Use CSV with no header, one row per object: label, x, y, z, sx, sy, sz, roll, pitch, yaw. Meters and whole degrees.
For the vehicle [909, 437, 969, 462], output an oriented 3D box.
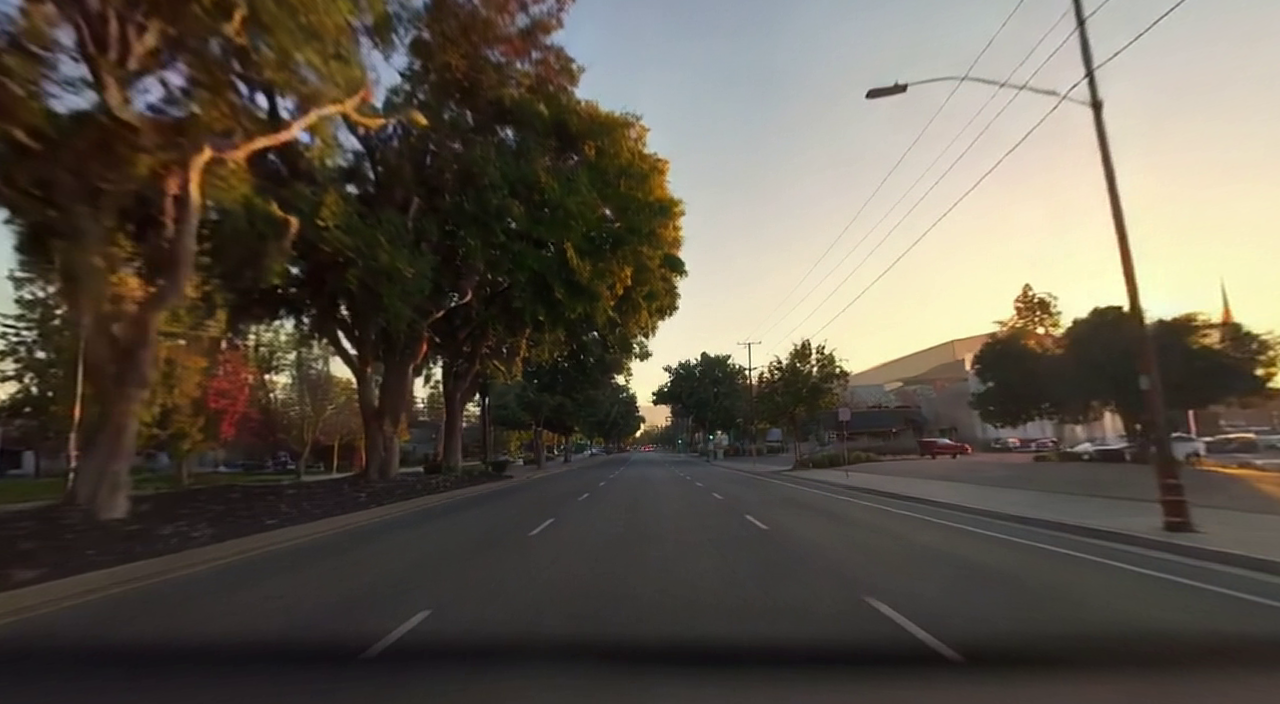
vehicle,20.022,6.545,42.433,2.036,1.600,4.117,0,-9,0
